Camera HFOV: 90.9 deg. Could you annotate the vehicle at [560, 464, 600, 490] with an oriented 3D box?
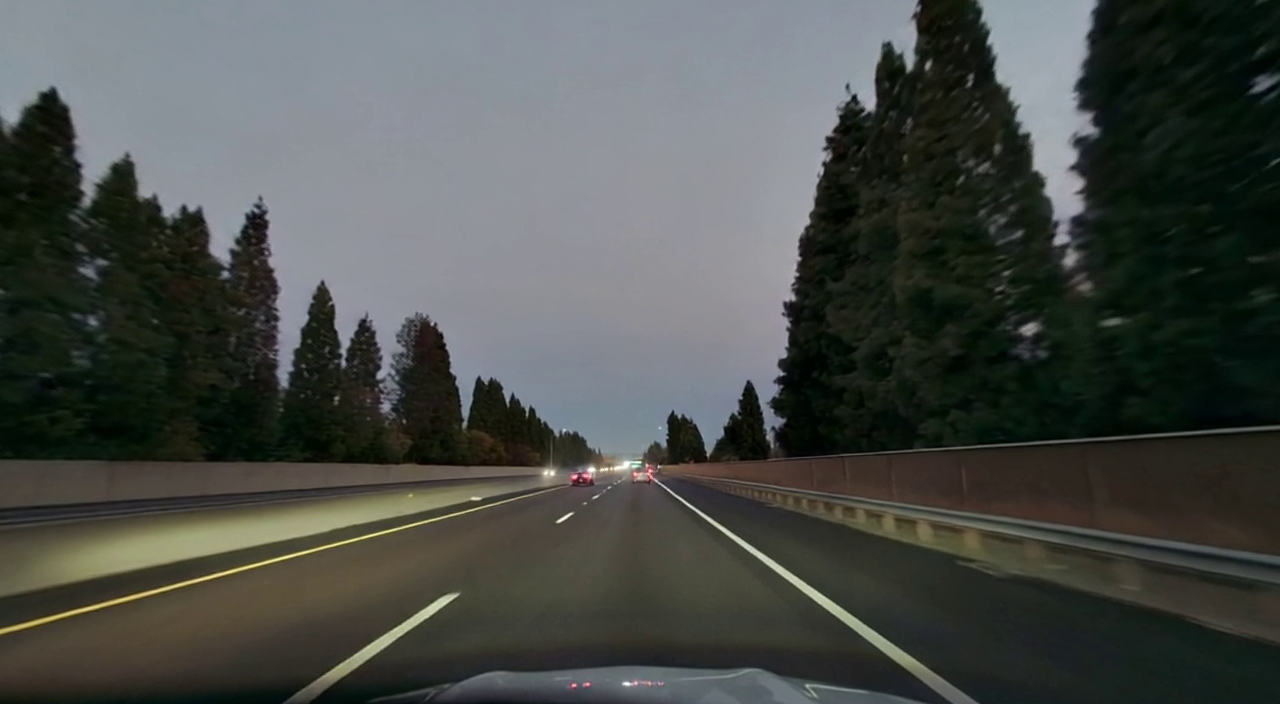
[{"bbox_3d":[-3.766,7.967,40.229,2.109,1.532,4.234,1,-11,0],"label":"vehicle"}]
